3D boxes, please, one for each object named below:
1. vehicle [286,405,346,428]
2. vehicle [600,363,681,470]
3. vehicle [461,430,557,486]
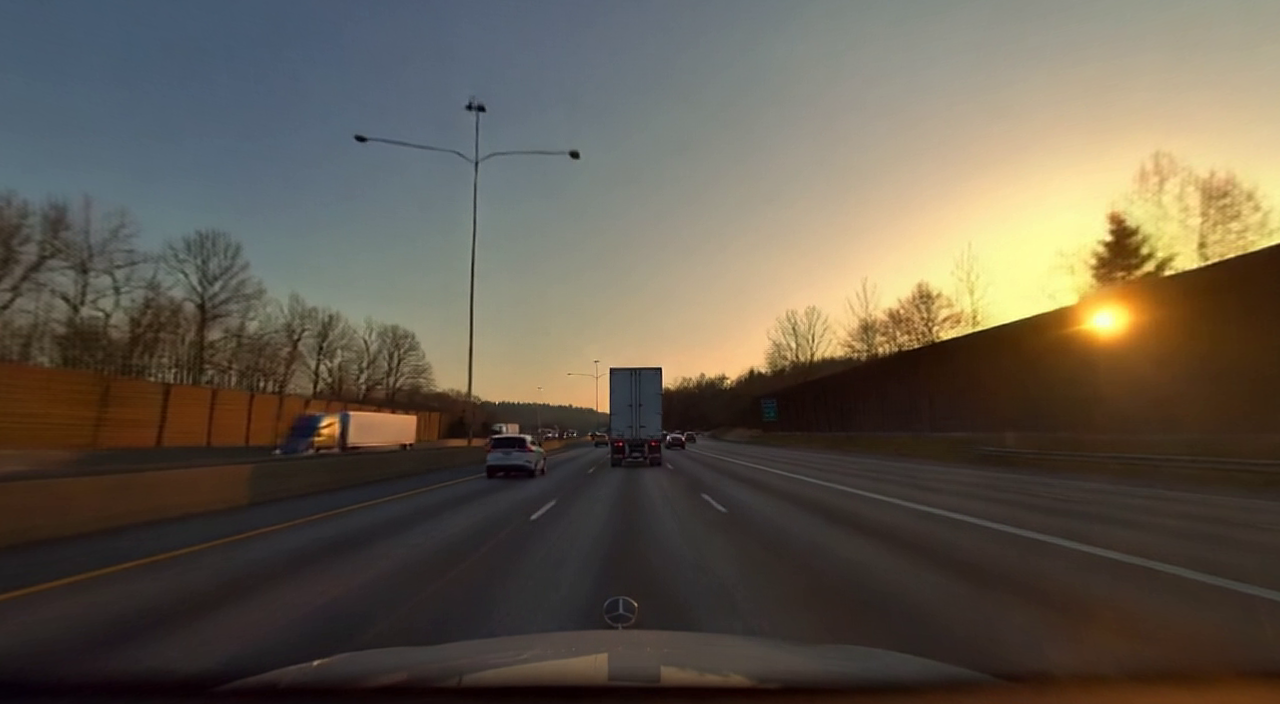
[{"bbox_3d":[-25.412,5.137,49.466,2.062,1.683,4.981,0,-8,0],"label":"vehicle"},{"bbox_3d":[-0.055,3.486,31.645,2.965,3.972,16.689,0,-8,0],"label":"vehicle"},{"bbox_3d":[-3.888,3.203,19.522,2.005,1.521,4.454,0,-8,0],"label":"vehicle"}]
